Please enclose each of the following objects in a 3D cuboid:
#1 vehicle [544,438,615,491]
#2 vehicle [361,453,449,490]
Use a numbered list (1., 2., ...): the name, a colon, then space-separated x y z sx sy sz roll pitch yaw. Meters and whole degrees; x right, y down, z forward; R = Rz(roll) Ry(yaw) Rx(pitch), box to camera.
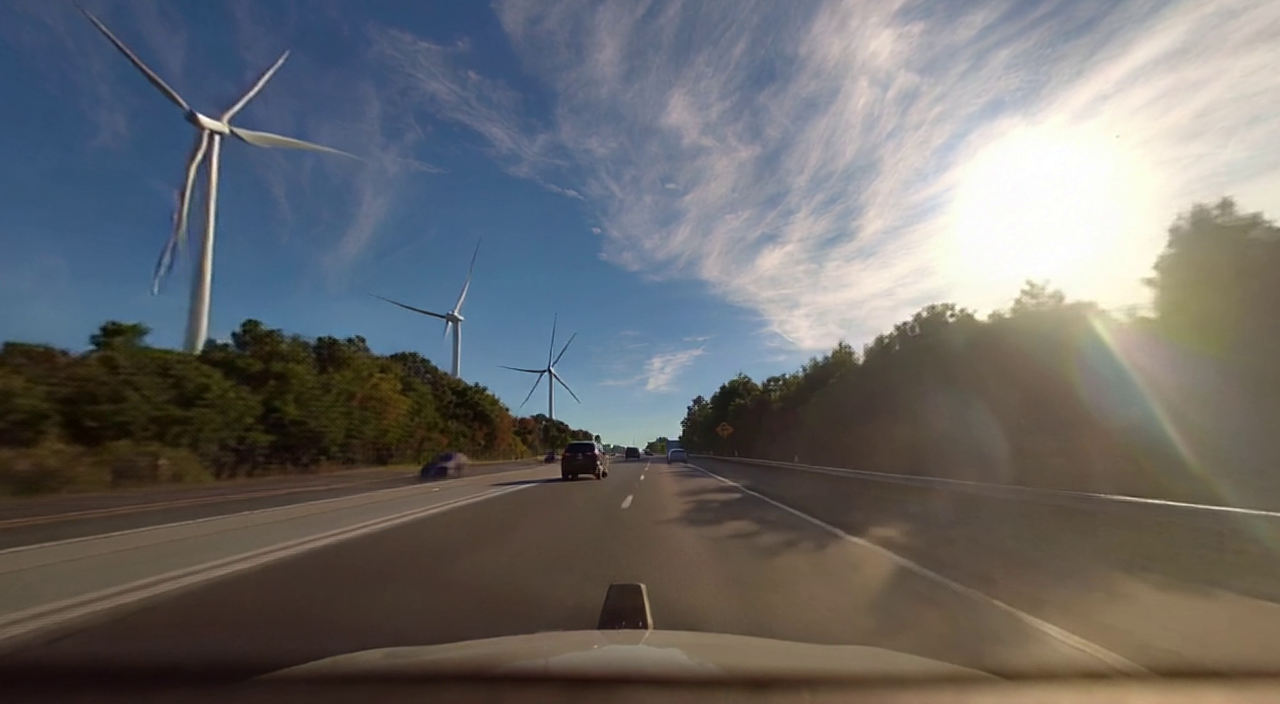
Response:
1. vehicle: -2.052 3.998 22.649 2.038 1.723 4.150 -1 -9 1
2. vehicle: -10.375 5.289 28.288 1.960 1.495 4.870 -1 -9 1
